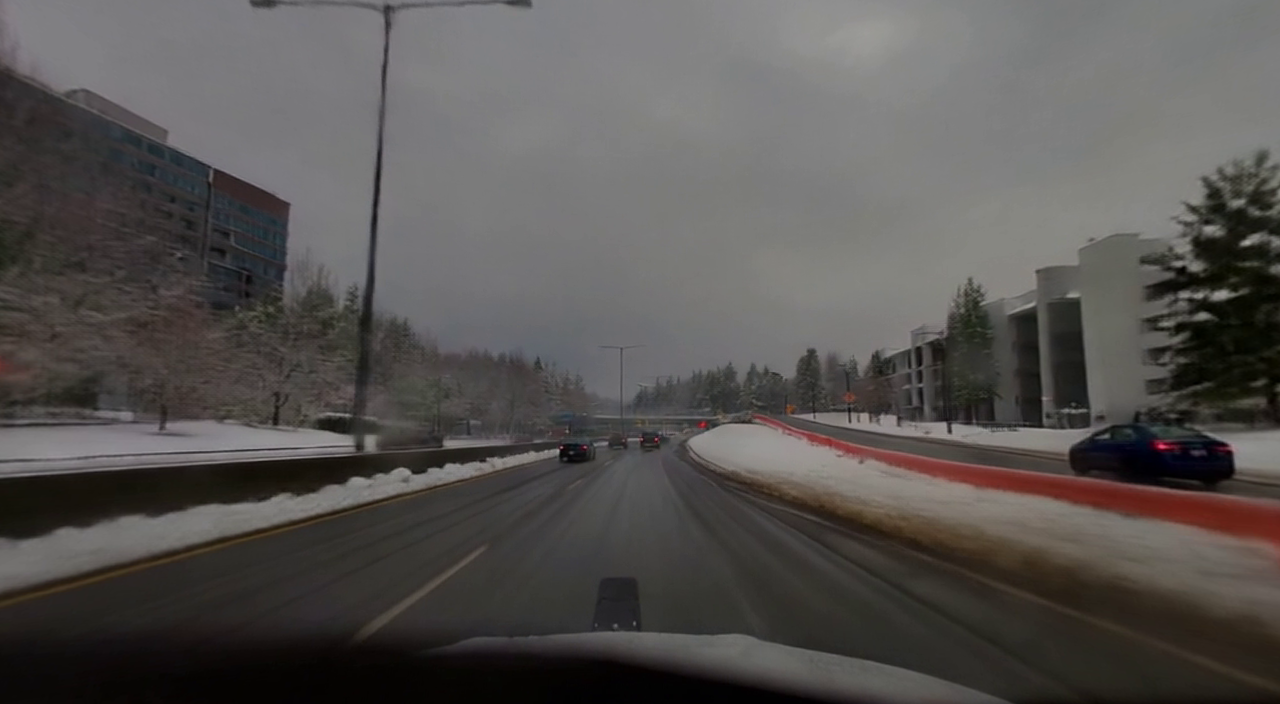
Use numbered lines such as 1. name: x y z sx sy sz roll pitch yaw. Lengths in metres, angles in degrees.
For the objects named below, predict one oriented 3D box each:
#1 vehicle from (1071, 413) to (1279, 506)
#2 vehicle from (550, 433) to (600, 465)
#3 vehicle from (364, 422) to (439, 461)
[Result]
1. vehicle: 10.444 2.005 12.163 1.913 1.499 3.581 -1 -8 6
2. vehicle: -3.096 4.702 30.814 1.848 1.406 4.013 0 -8 2
3. vehicle: -13.008 4.923 34.782 2.013 1.983 4.980 0 -8 2
